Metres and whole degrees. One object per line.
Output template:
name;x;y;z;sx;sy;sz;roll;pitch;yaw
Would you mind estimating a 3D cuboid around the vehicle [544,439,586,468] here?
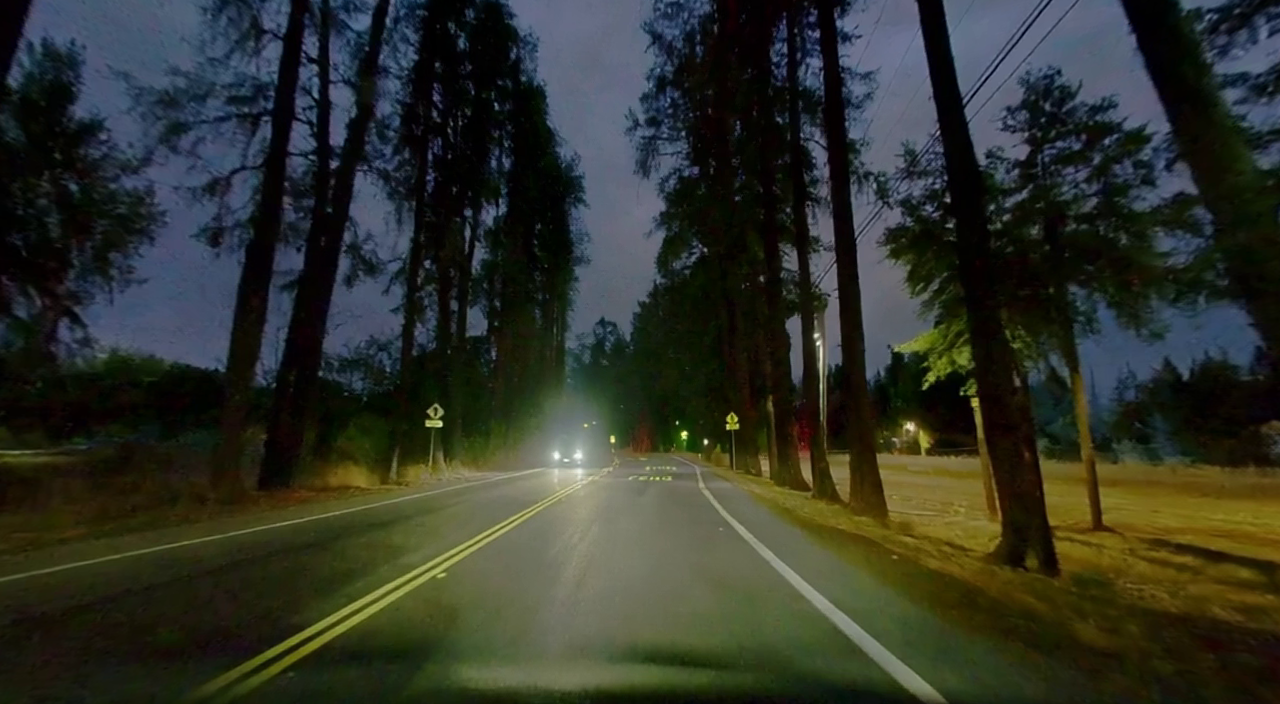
vehicle;-5.121;7.033;43.872;2.394;1.900;5.863;0;-8;-2
